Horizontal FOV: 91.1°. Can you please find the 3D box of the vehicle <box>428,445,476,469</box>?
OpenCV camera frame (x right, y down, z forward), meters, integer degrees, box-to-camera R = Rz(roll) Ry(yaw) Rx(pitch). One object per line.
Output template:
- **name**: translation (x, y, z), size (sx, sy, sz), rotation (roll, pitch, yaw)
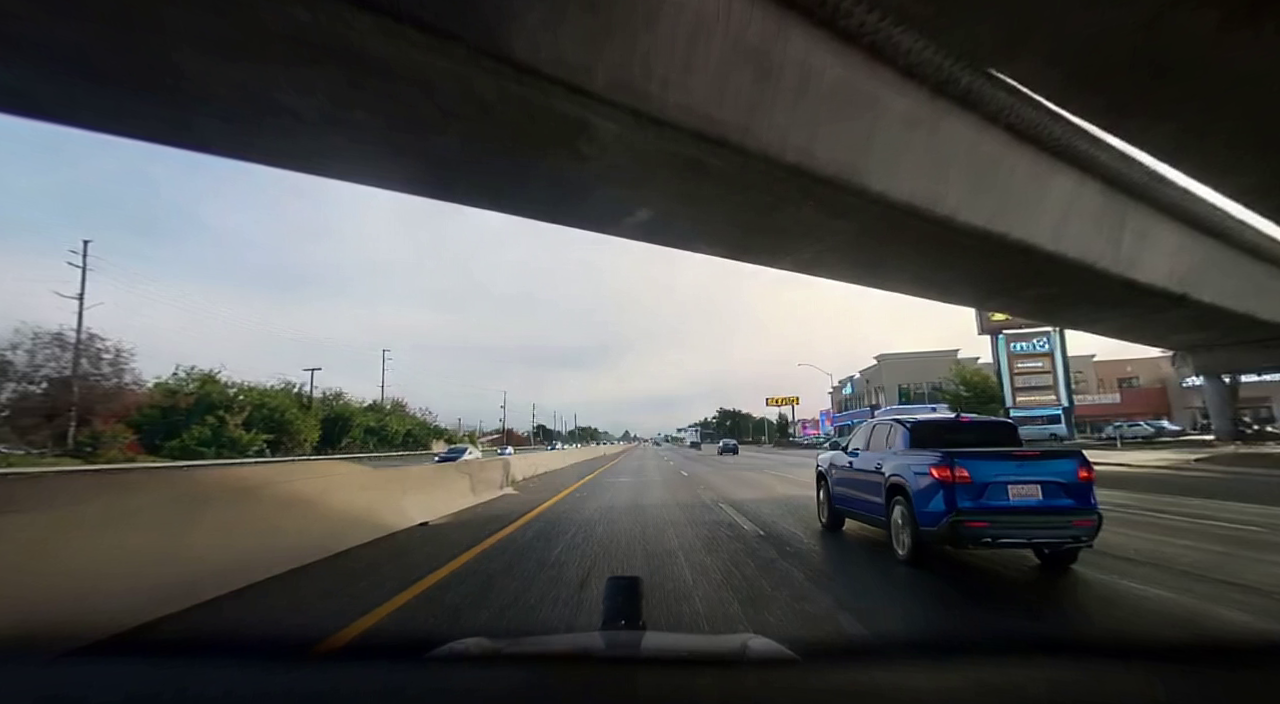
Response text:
- **vehicle**: translation (-11.598, 6.503, 39.009), size (1.894, 1.393, 3.926), rotation (0, -9, -2)
